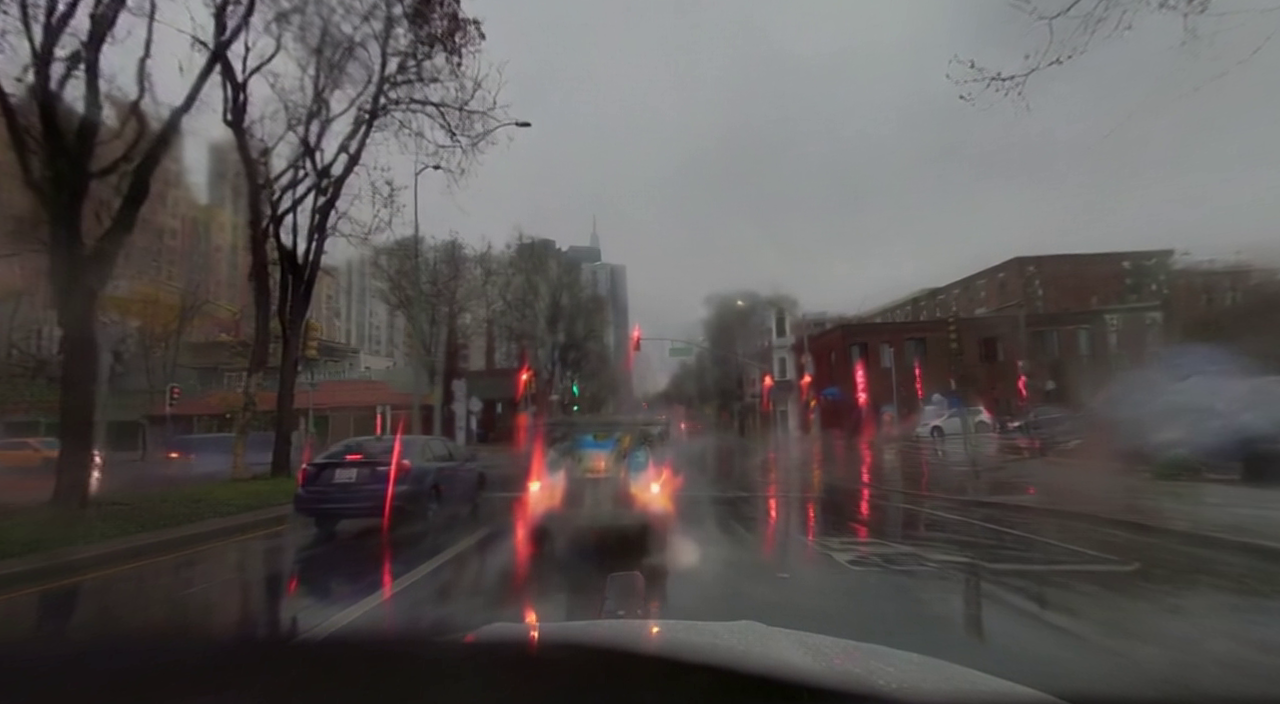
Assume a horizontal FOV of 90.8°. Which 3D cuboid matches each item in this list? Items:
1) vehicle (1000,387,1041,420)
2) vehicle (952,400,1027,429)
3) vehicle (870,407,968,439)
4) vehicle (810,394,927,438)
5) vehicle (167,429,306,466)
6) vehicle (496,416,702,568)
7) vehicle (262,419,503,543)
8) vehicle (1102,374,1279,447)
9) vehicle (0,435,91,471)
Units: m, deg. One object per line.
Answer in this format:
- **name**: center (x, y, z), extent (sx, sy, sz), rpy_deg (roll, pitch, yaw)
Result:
- **vehicle**: center (27.043, 3.737, 44.805), extent (2.152, 1.993, 5.078), rpy_deg (-6, -10, 33)
- **vehicle**: center (21.154, 3.831, 38.158), extent (5.017, 1.542, 2.055), rpy_deg (7, -11, -38)
- **vehicle**: center (15.140, 3.880, 34.274), extent (4.775, 1.604, 1.915), rpy_deg (3, -9, -20)
- **vehicle**: center (13.782, 3.927, 38.142), extent (6.541, 2.480, 2.259), rpy_deg (3, -9, -19)
- **vehicle**: center (-16.593, 3.949, 26.123), extent (4.453, 1.471, 1.921), rpy_deg (-1, -8, 3)
- **vehicle**: center (-0.429, 1.710, 8.428), extent (2.082, 1.520, 3.896), rpy_deg (0, -8, 0)
- **vehicle**: center (-3.692, 1.938, 10.143), extent (1.934, 1.522, 4.464), rpy_deg (0, -8, 1)
- **vehicle**: center (21.676, 2.336, 24.632), extent (5.756, 2.653, 2.403), rpy_deg (1, -9, -11)
- **vehicle**: center (-32.427, 5.385, 33.678), extent (4.280, 1.857, 2.136), rpy_deg (0, -8, 1)
